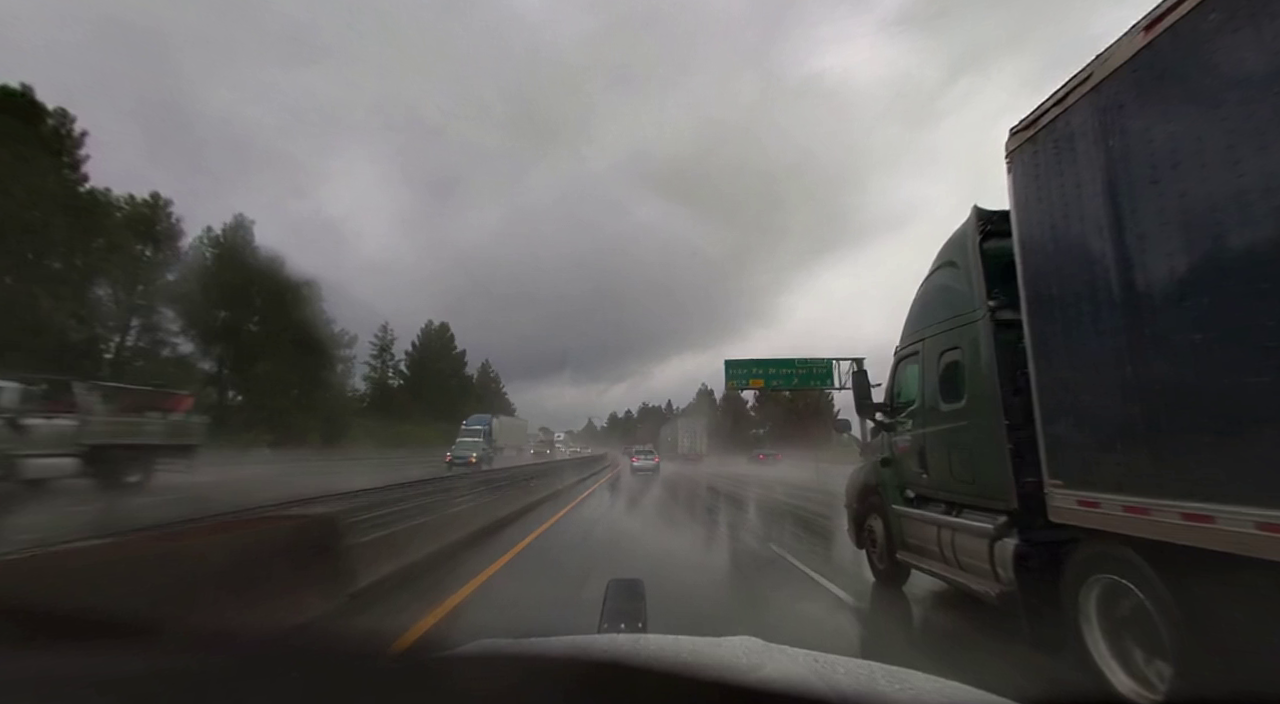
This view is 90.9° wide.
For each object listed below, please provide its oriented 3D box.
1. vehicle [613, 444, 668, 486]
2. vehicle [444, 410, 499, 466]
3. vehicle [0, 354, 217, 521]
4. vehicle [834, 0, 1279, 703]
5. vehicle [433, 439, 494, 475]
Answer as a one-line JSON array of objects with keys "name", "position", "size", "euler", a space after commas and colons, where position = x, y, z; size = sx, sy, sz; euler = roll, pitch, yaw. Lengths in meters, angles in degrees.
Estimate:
[{"name": "vehicle", "position": [-0.006, 4.658, 26.332], "size": [2.111, 1.599, 3.859], "euler": [0, -9, -1]}, {"name": "vehicle", "position": [-12.266, 6.332, 46.145], "size": [3.045, 3.890, 2.977], "euler": [0, -9, 0]}, {"name": "vehicle", "position": [-11.716, 1.660, 11.925], "size": [2.523, 2.698, 6.861], "euler": [0, -9, 1]}, {"name": "vehicle", "position": [3.511, 0.296, 2.943], "size": [2.975, 2.936, 6.573], "euler": [0, -9, -1]}, {"name": "vehicle", "position": [-7.902, 4.747, 28.558], "size": [1.740, 1.474, 3.855], "euler": [0, -9, -1]}]
